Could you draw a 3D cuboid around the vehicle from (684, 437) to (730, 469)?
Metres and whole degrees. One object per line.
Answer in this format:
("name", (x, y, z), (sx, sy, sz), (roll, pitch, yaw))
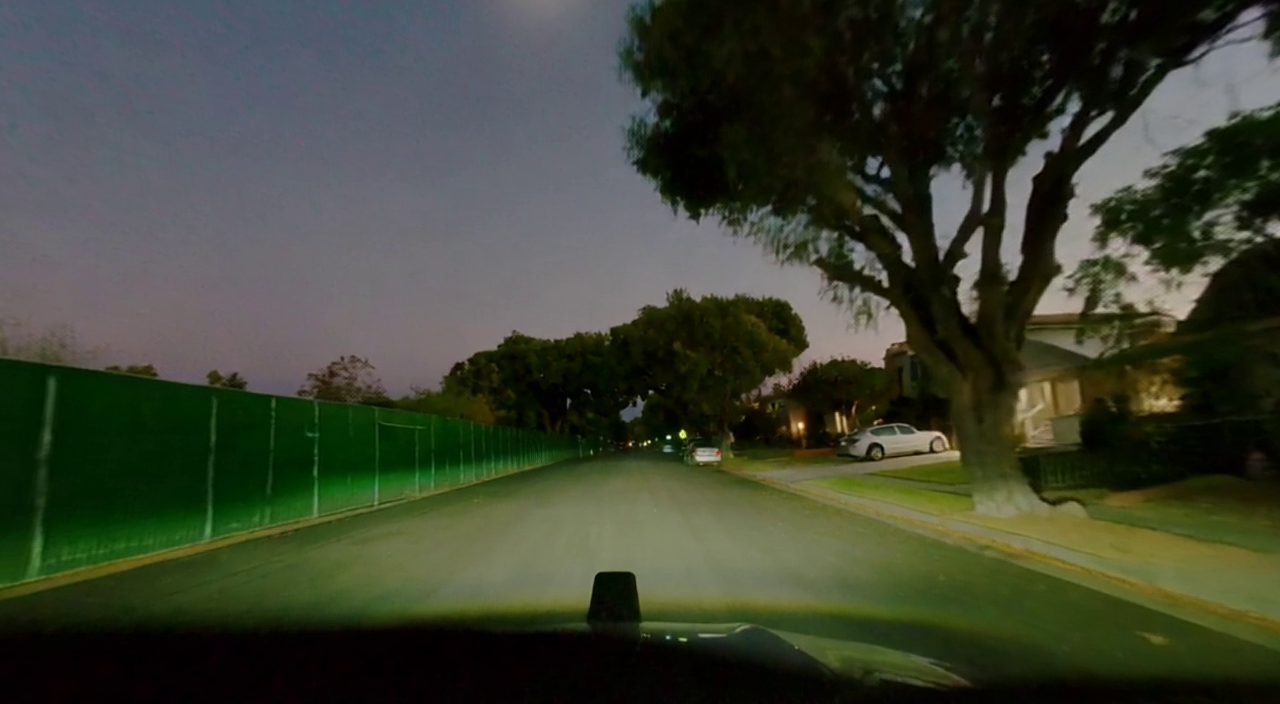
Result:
("vehicle", (3.734, 5.772, 36.166), (2.122, 1.673, 4.876), (0, -8, 0))

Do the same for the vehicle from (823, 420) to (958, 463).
("vehicle", (10.996, 3.967, 28.052), (5.046, 1.800, 2.201), (-1, -8, 0))
